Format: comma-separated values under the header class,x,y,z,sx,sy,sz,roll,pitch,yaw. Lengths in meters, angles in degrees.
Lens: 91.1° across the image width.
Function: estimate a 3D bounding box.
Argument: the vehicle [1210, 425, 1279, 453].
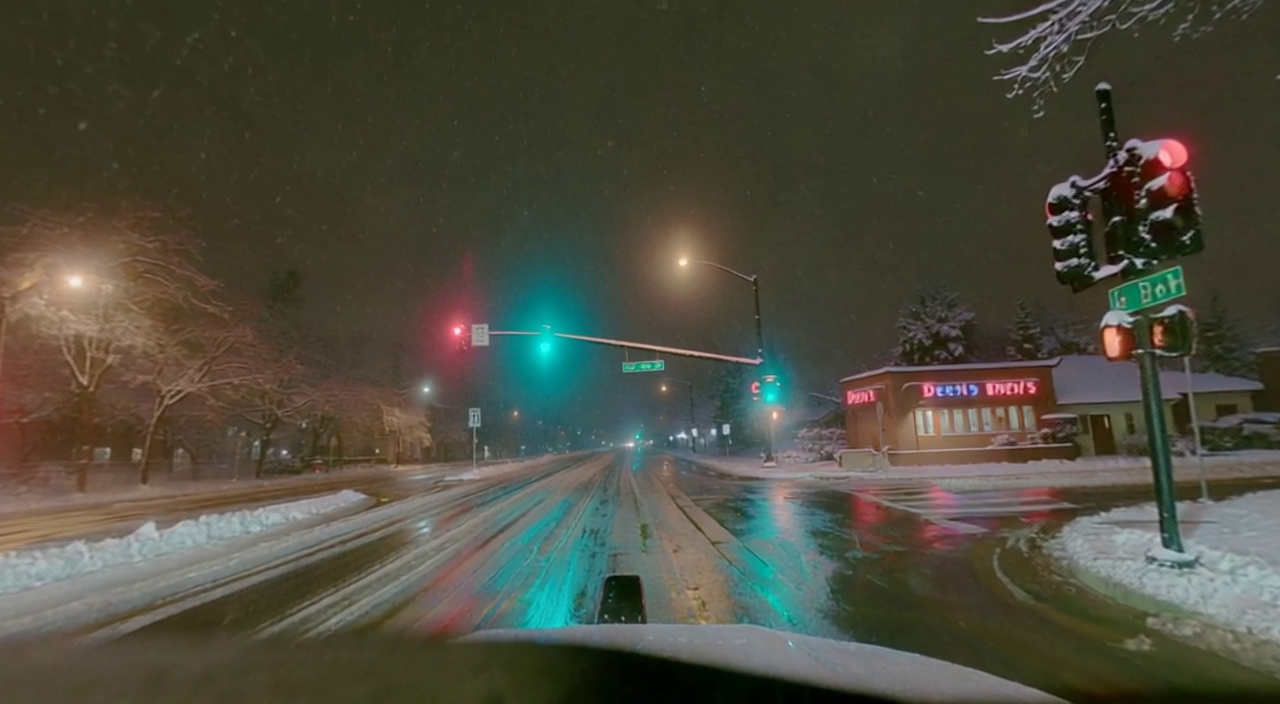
class,x,y,z,sx,sy,sz,roll,pitch,yaw
vehicle,35.311,4.858,35.283,4.493,1.453,1.849,-3,-9,2
